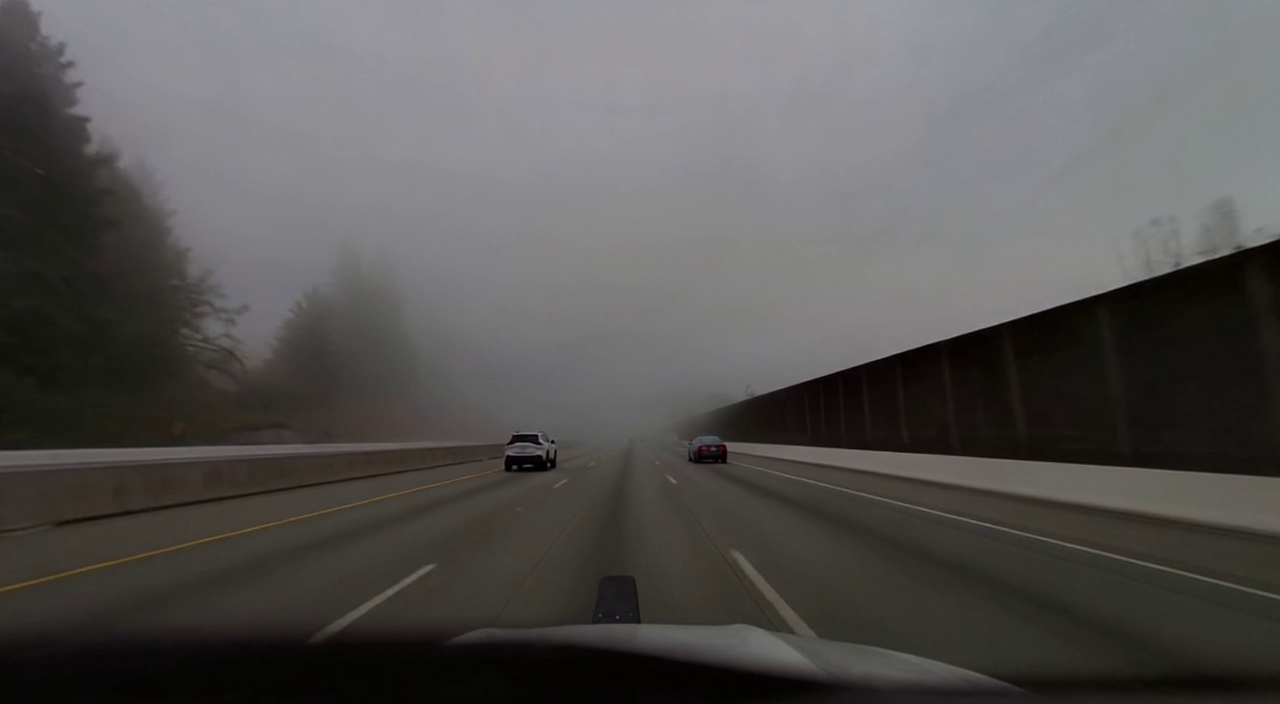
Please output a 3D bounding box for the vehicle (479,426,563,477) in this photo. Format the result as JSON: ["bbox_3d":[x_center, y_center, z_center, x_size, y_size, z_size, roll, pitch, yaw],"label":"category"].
[{"bbox_3d":[-4.169,3.548,22.779,2.219,1.660,4.153,0,-8,0],"label":"vehicle"}]

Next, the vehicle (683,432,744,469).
[{"bbox_3d":[3.222,4.407,28.534,2.077,1.523,4.539,0,-8,-2],"label":"vehicle"}]
